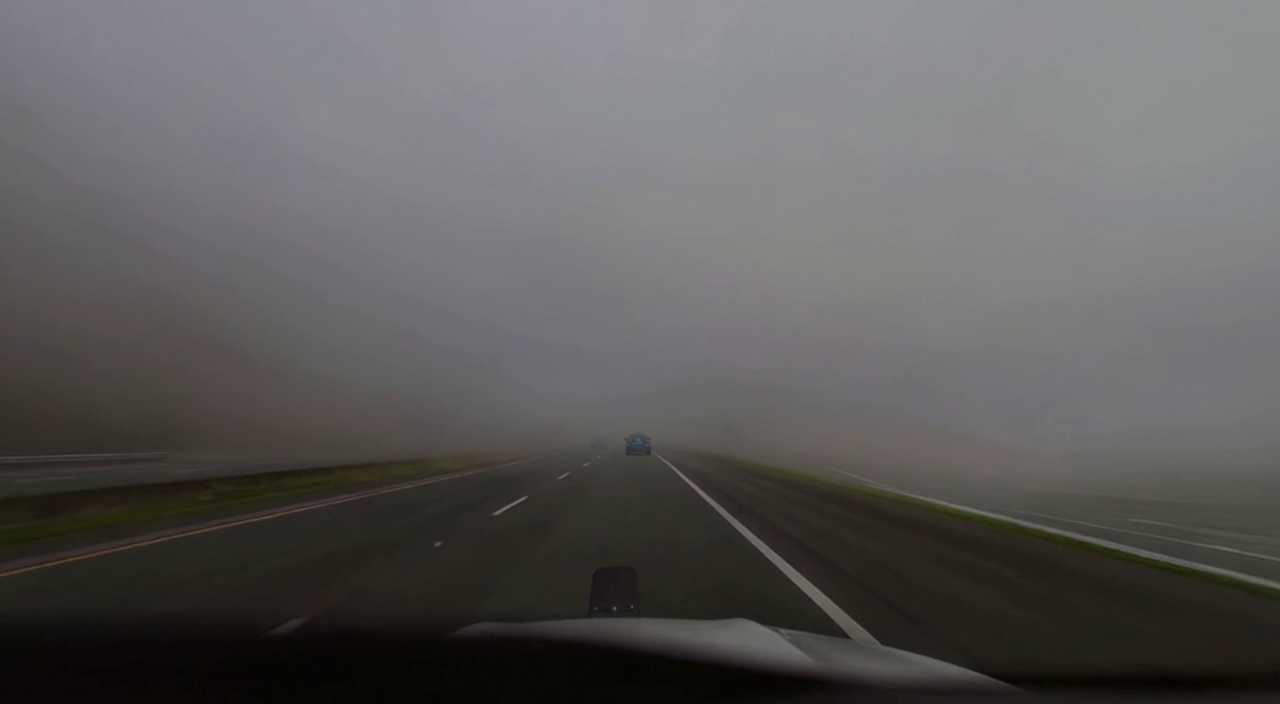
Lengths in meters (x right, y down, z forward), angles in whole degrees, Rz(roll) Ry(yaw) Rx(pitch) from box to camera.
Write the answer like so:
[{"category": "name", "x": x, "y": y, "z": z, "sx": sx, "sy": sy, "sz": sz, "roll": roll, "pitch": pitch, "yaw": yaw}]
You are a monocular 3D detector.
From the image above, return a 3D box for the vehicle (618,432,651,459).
[{"category": "vehicle", "x": -0.398, "y": 6.047, "z": 40.853, "sx": 2.041, "sy": 1.618, "sz": 3.898, "roll": 0, "pitch": -8, "yaw": -1}]
